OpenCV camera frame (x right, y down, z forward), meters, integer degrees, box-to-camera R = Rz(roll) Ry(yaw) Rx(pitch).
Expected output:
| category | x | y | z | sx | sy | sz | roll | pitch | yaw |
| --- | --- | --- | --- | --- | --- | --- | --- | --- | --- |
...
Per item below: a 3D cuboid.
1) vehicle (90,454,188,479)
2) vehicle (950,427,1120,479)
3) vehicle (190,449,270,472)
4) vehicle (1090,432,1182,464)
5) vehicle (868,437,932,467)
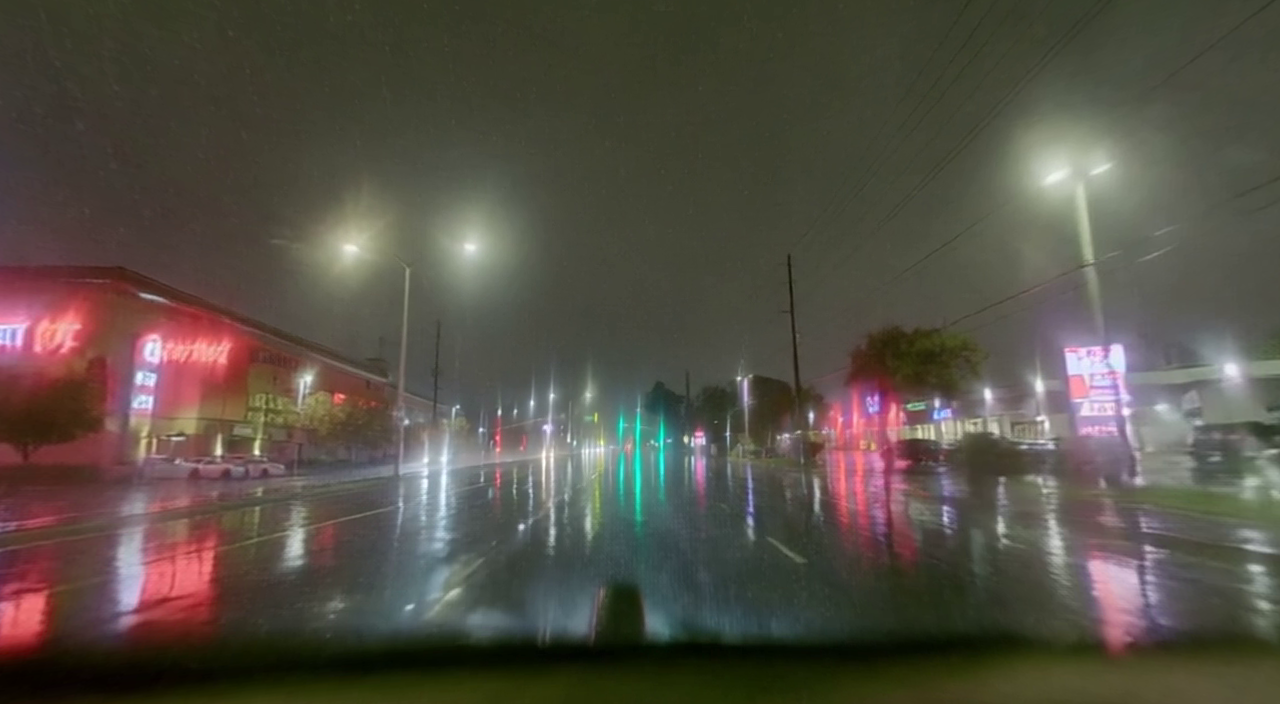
| category | x | y | z | sx | sy | sz | roll | pitch | yaw |
| --- | --- | --- | --- | --- | --- | --- | --- | --- | --- |
| vehicle | -31.213 | 7.128 | 39.453 | 4.593 | 1.433 | 1.711 | 0 | -8 | -1 |
| vehicle | 13.371 | 3.443 | 21.601 | 4.386 | 1.570 | 2.043 | -1 | -9 | -2 |
| vehicle | -30.938 | 8.196 | 47.776 | 4.528 | 1.666 | 2.077 | 0 | -8 | -2 |
| vehicle | 28.832 | 5.609 | 36.908 | 1.964 | 1.781 | 4.099 | 0 | -8 | 1 |
| vehicle | 15.327 | 5.905 | 37.532 | 1.881 | 1.664 | 4.658 | 0 | -8 | 1 |
